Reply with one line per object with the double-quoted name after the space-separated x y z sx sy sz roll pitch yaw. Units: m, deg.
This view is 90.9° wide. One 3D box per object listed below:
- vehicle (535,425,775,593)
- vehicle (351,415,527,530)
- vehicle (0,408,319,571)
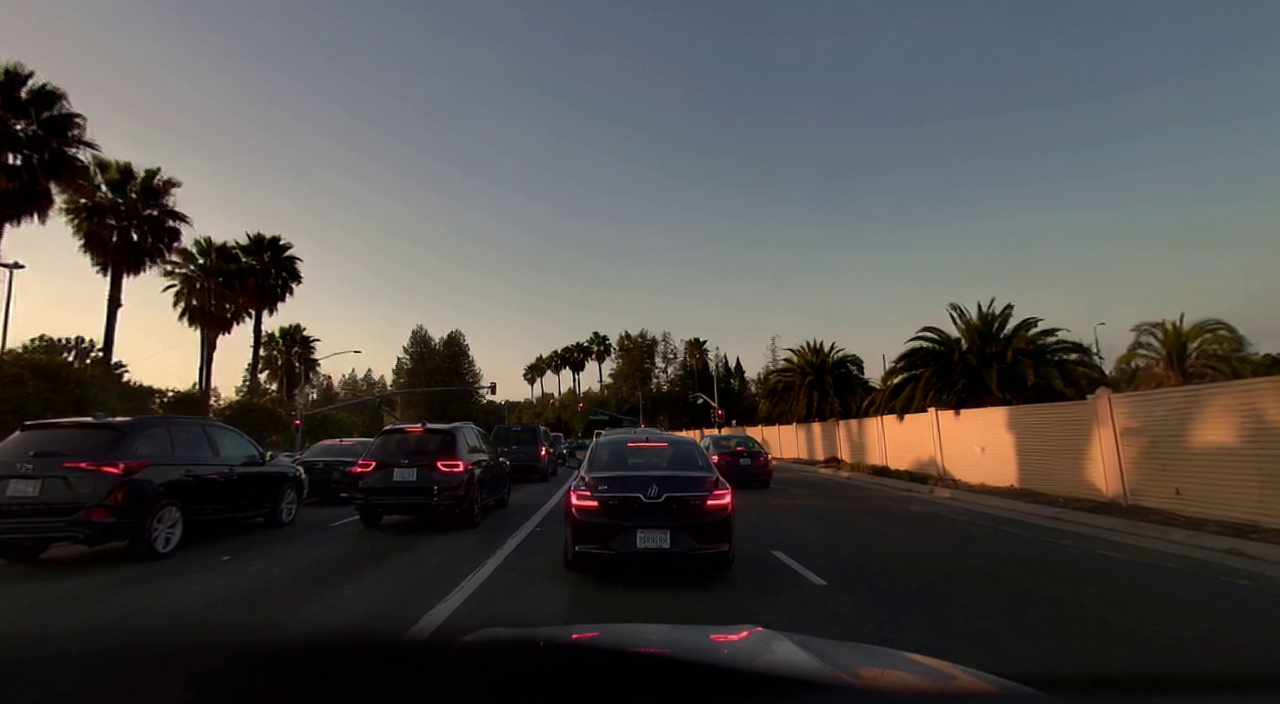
0.063 1.718 7.816 2.128 1.473 4.272 0 -8 -2 "vehicle"
-3.469 2.165 11.850 2.007 1.746 4.136 0 -8 -1 "vehicle"
-6.679 1.788 8.974 1.963 1.721 4.467 0 -8 -2 "vehicle"
